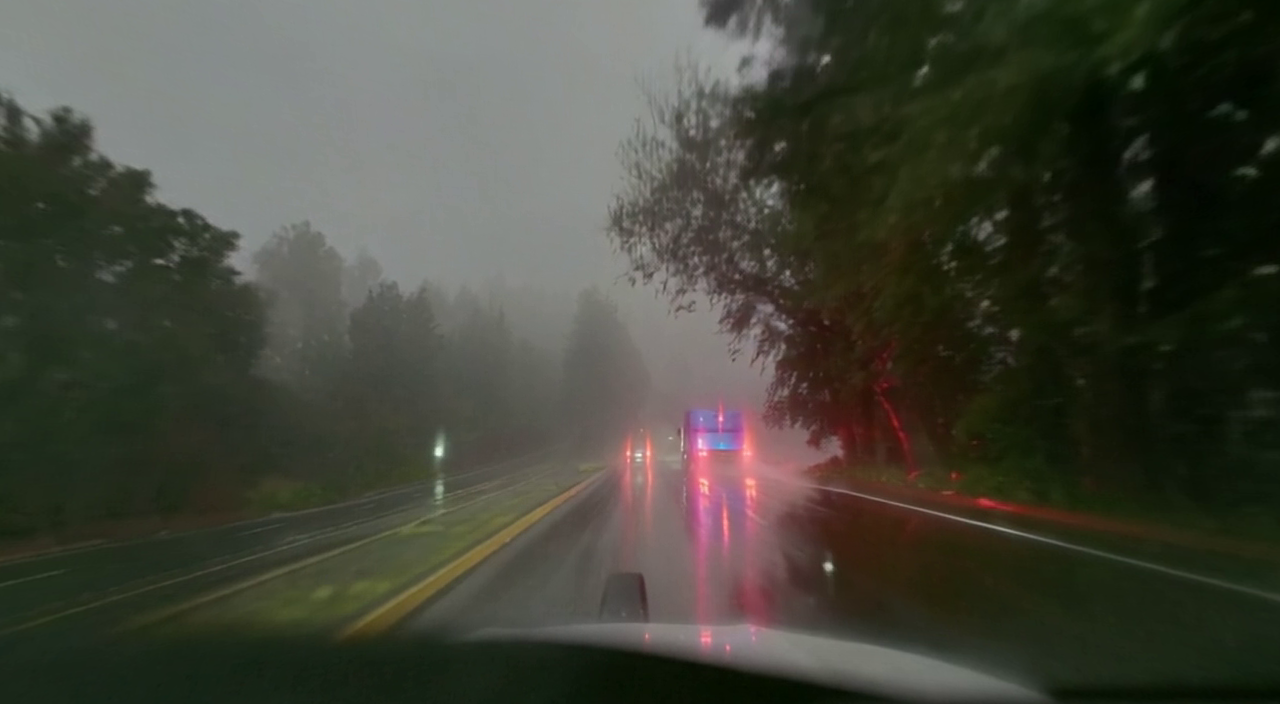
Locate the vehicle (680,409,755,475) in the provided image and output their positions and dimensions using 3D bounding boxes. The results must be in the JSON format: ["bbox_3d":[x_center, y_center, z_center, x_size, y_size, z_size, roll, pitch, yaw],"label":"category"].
[{"bbox_3d":[4.030,4.968,34.672,3.015,3.211,7.982,0,-8,-1],"label":"vehicle"}]

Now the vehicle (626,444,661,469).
[{"bbox_3d":[0.225,6.876,41.667,2.170,1.544,4.373,0,-8,0],"label":"vehicle"}]
